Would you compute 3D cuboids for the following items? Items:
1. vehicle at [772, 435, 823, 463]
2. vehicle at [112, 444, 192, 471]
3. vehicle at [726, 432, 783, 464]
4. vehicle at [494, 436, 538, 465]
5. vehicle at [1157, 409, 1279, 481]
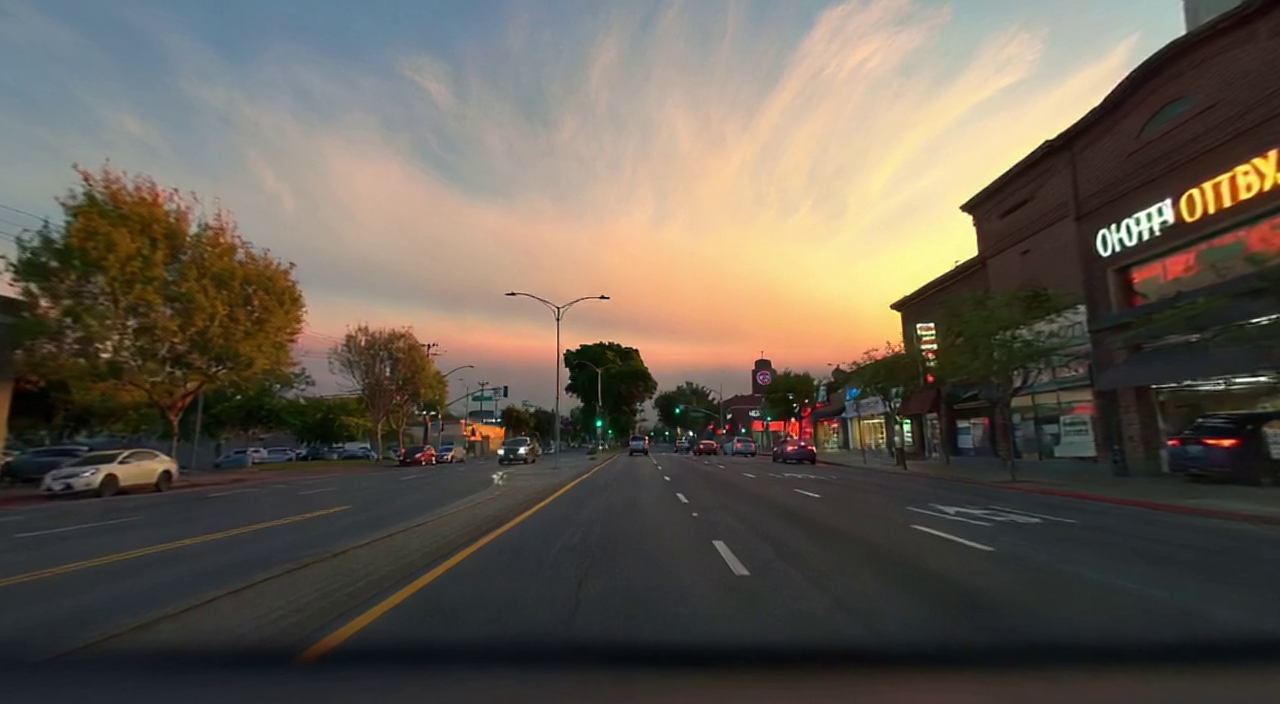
[{"bbox_3d":[9.854,6.136,39.946,2.019,1.694,4.491,0,-9,-1],"label":"vehicle"},{"bbox_3d":[-34.133,7.457,44.396,1.821,1.531,4.703,-3,-13,0],"label":"vehicle"},{"bbox_3d":[6.312,5.387,35.380,1.974,1.679,4.611,0,-9,-4],"label":"vehicle"},{"bbox_3d":[-7.991,6.428,41.271,1.946,1.794,4.799,0,-9,-1],"label":"vehicle"},{"bbox_3d":[17.162,2.531,17.255,4.353,1.813,1.836,0,-9,-1],"label":"vehicle"}]
